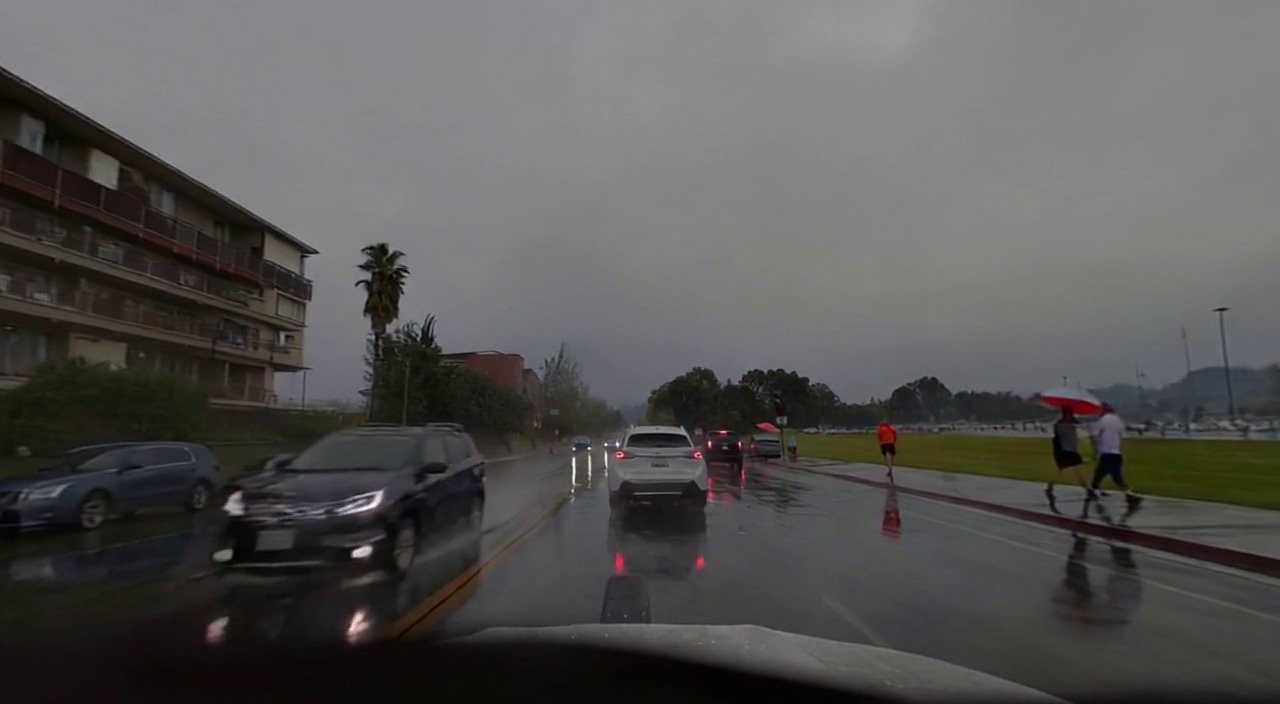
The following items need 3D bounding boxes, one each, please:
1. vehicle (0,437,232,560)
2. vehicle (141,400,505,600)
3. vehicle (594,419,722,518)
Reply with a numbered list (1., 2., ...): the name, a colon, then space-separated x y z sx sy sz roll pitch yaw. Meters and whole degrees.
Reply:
1. vehicle: -10.404 2.596 12.098 1.940 1.816 4.721 -1 -7 0
2. vehicle: -3.225 1.606 7.733 2.086 1.702 4.451 -1 -8 1
3. vehicle: 0.274 2.221 12.465 2.132 1.632 3.838 0 -8 -1
